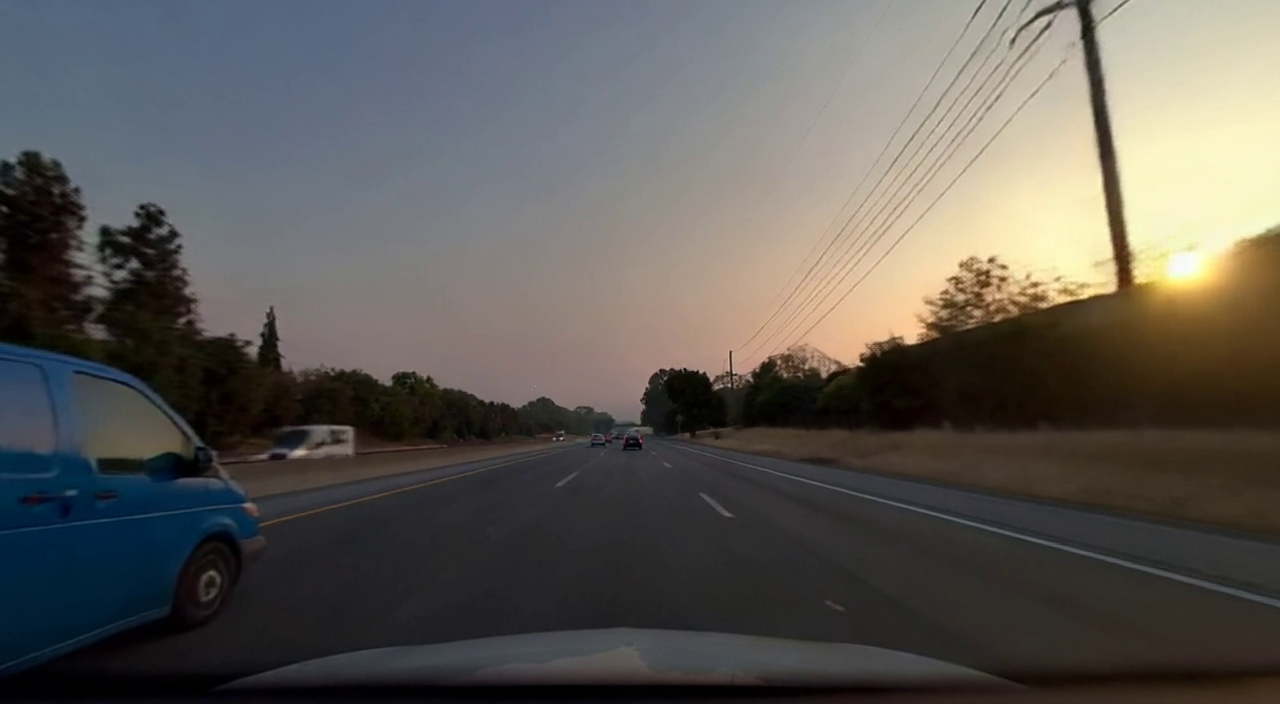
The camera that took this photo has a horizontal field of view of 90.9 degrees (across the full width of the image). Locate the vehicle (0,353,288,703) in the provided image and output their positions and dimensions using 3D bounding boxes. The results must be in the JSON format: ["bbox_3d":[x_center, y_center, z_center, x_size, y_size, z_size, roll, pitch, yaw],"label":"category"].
[{"bbox_3d":[-3.979,0.851,2.735,2.146,1.709,4.856,0,-8,-1],"label":"vehicle"}]

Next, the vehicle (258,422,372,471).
[{"bbox_3d":[-13.475,3.950,26.597,2.160,1.827,5.075,0,-8,-1],"label":"vehicle"}]
